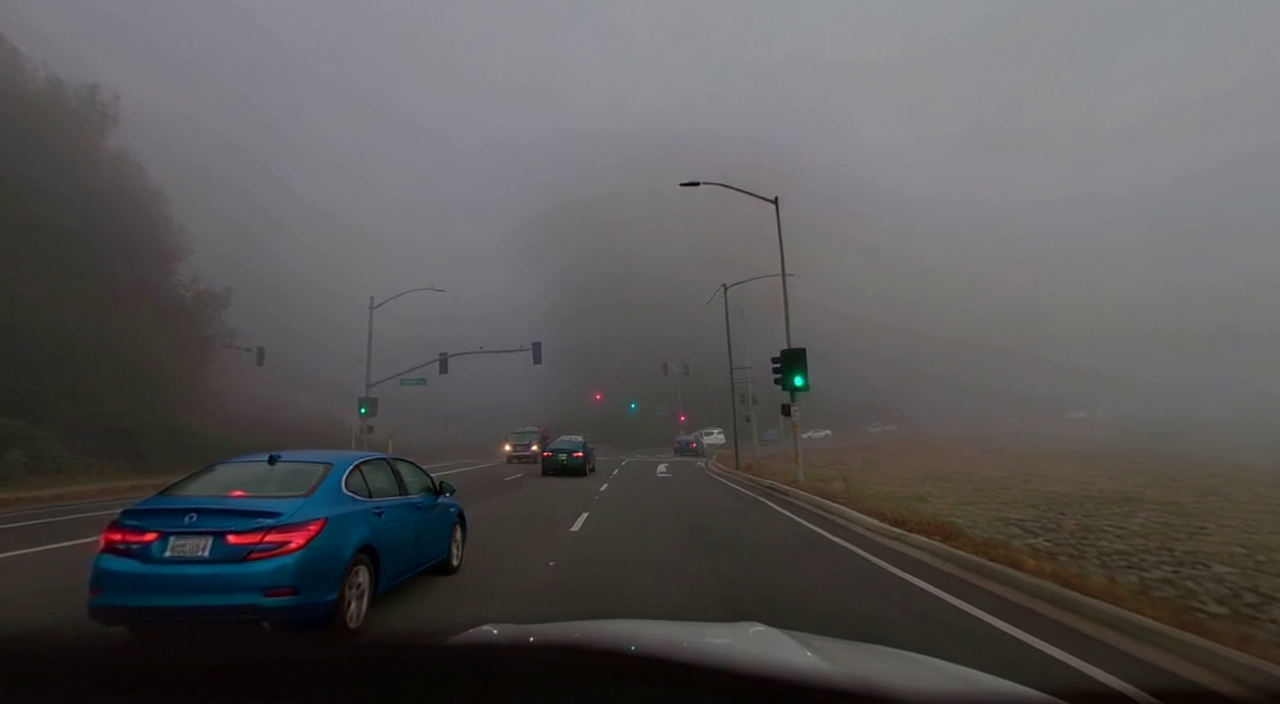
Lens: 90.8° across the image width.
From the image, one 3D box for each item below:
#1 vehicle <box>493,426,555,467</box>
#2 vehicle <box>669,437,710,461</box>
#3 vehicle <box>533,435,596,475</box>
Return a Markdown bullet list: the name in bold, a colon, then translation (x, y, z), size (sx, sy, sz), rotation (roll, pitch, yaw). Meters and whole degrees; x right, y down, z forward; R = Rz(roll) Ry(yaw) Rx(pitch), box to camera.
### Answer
- **vehicle**: translation (-6.159, 5.100, 34.245), size (2.390, 2.020, 5.085), rotation (0, -9, 0)
- **vehicle**: translation (3.170, 6.117, 40.007), size (1.945, 1.410, 4.284), rotation (-2, -9, 13)
- **vehicle**: translation (-2.991, 4.193, 25.911), size (1.979, 1.492, 3.930), rotation (0, -9, 1)
